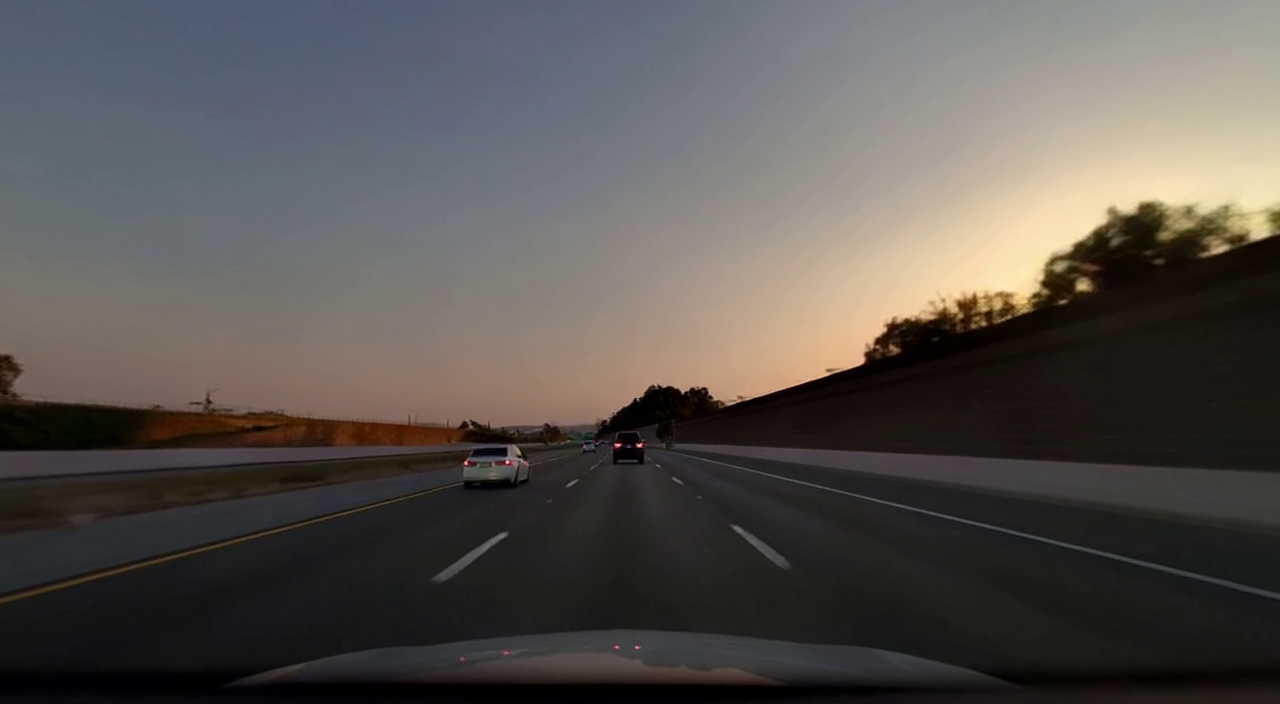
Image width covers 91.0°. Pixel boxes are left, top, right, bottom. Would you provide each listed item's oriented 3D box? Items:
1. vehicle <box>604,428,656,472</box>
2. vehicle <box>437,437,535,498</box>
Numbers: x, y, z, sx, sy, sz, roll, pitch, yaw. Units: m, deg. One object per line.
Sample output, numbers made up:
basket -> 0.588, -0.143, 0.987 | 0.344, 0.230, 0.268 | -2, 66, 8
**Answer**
vehicle -> -0.511, 4.836, 31.273 | 2.382, 1.973, 4.439 | 0, -8, -2
vehicle -> -4.325, 3.271, 18.308 | 1.945, 1.550, 3.780 | -1, -8, -1
